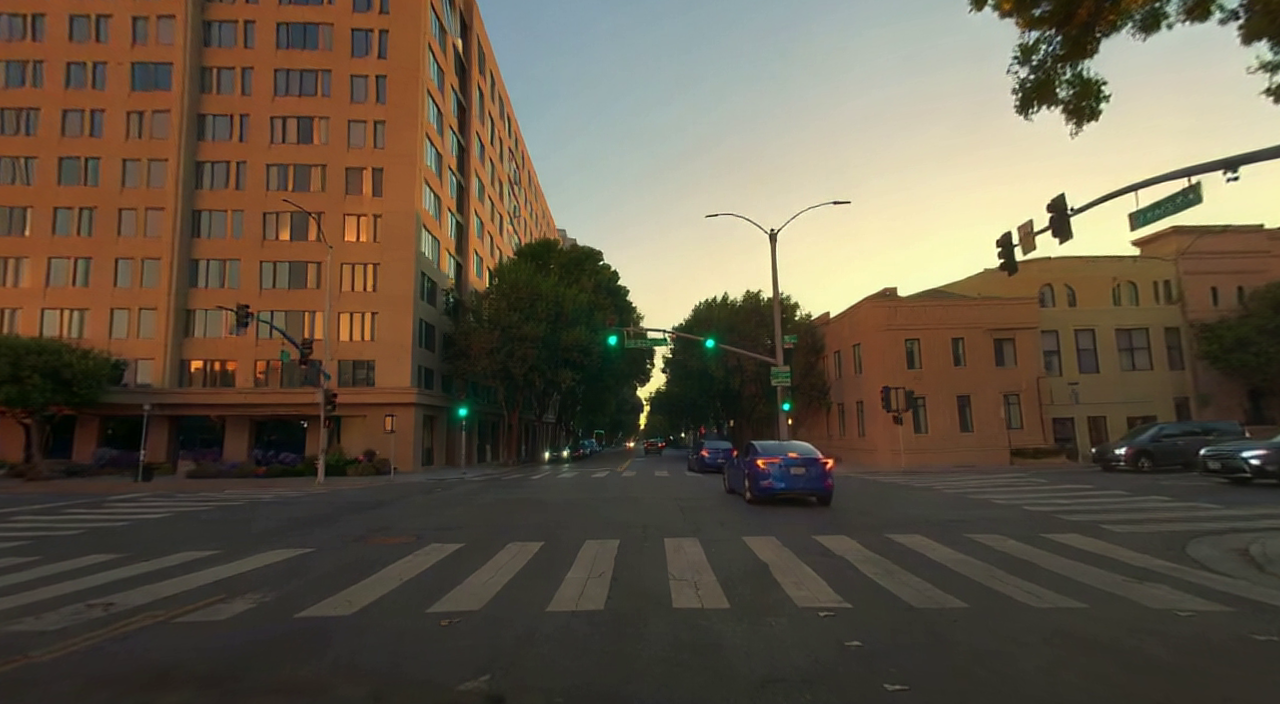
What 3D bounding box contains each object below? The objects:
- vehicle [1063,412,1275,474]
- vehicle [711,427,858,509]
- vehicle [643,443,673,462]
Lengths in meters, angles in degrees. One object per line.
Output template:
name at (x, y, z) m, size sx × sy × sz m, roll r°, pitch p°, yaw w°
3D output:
vehicle at (16.912, 2.939, 20.402) m, size 4.802 × 1.860 × 2.146 m, roll 0°, pitch -8°, yaw 1°
vehicle at (2.882, 2.436, 13.699) m, size 2.039 × 1.470 × 4.355 m, roll 0°, pitch -8°, yaw -2°
vehicle at (1.352, 7.828, 49.278) m, size 2.040 × 1.421 × 4.550 m, roll 0°, pitch -8°, yaw -3°
